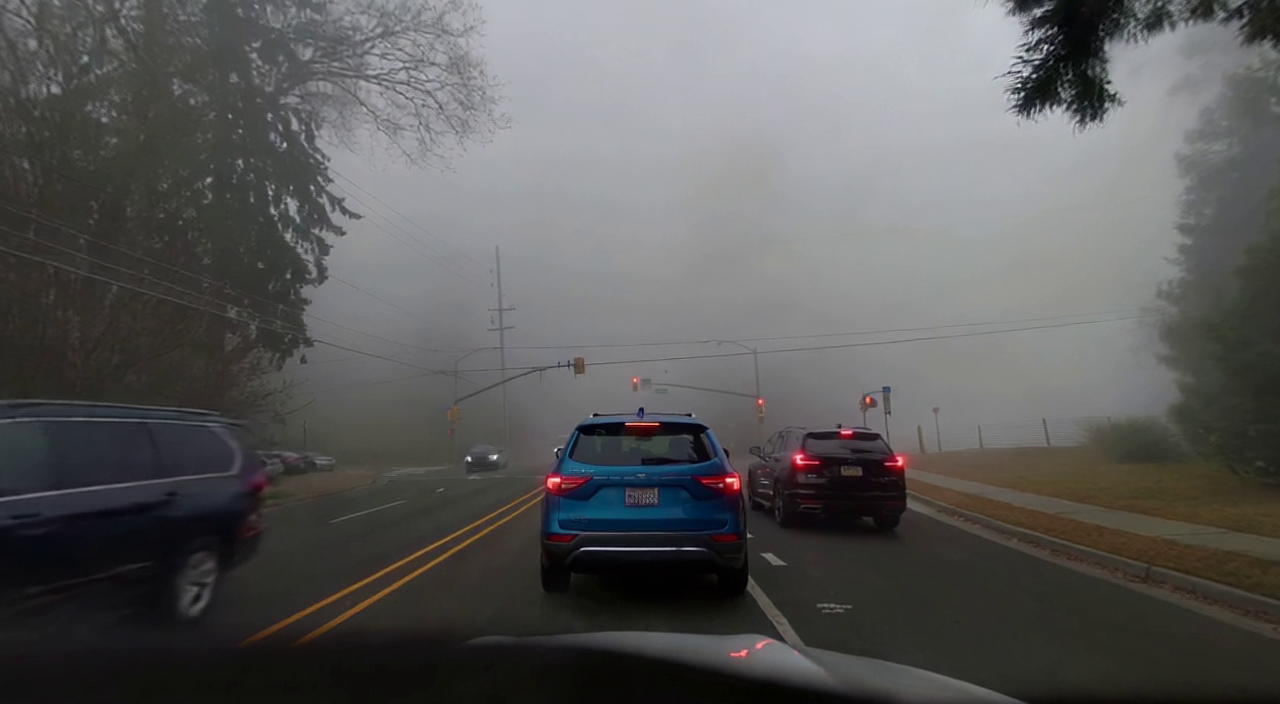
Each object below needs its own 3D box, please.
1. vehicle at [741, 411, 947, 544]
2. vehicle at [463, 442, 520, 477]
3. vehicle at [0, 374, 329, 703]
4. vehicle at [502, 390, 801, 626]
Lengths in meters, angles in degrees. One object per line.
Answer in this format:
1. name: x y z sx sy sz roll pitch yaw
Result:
1. vehicle: 3.076 1.993 10.621 1.967 1.756 4.281 0 -8 -1
2. vehicle: -7.586 5.492 32.575 1.985 1.672 3.960 0 -8 0
3. vehicle: -4.327 1.124 4.107 2.292 1.711 4.541 0 -8 -1
4. vehicle: 0.056 1.429 6.690 2.151 1.695 4.100 0 -8 -1
